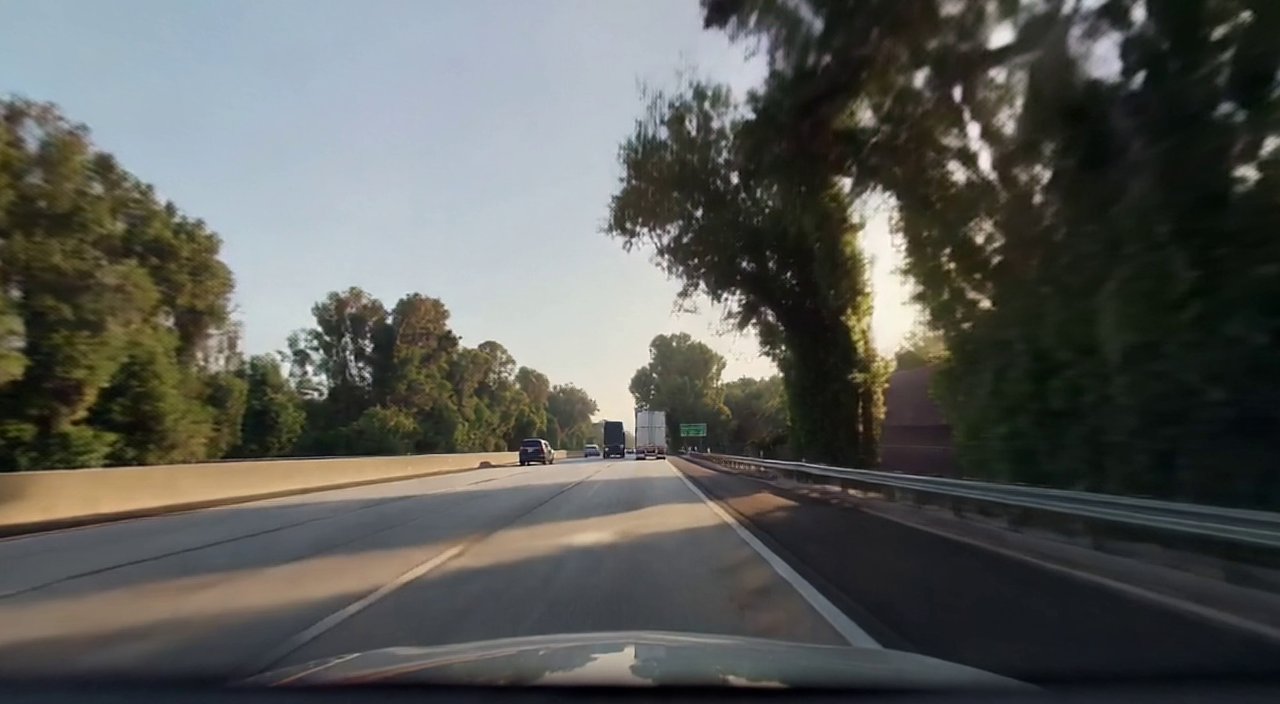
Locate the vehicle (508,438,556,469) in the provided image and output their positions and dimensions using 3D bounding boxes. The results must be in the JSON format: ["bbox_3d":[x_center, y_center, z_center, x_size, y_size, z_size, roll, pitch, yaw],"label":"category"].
[{"bbox_3d":[-6.877,6.521,40.773,2.149,1.884,4.627,0,-8,1],"label":"vehicle"}]
